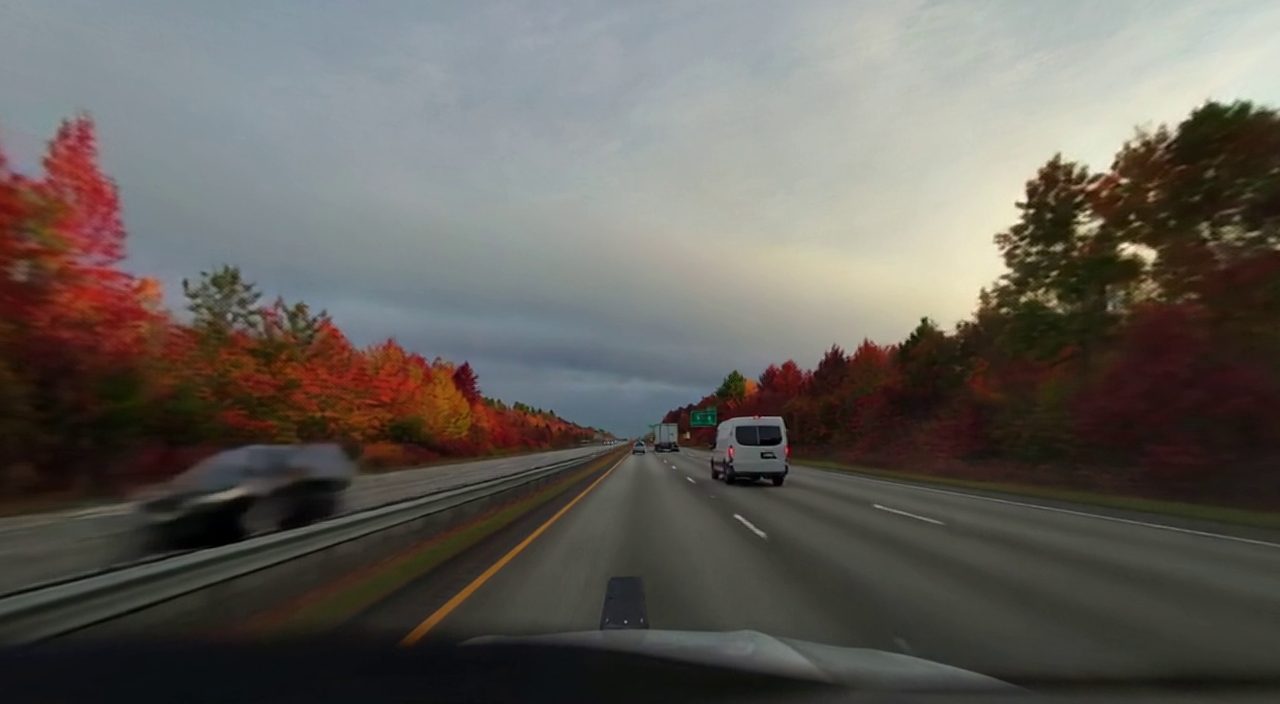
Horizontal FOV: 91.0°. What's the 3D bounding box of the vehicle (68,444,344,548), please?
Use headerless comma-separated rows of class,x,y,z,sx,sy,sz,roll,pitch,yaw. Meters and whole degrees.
vehicle,-7.474,2.450,11.550,1.872,1.518,4.401,0,-8,1

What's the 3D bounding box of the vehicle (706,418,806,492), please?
vehicle,3.633,3.360,20.846,2.291,2.112,5.052,0,-8,0
